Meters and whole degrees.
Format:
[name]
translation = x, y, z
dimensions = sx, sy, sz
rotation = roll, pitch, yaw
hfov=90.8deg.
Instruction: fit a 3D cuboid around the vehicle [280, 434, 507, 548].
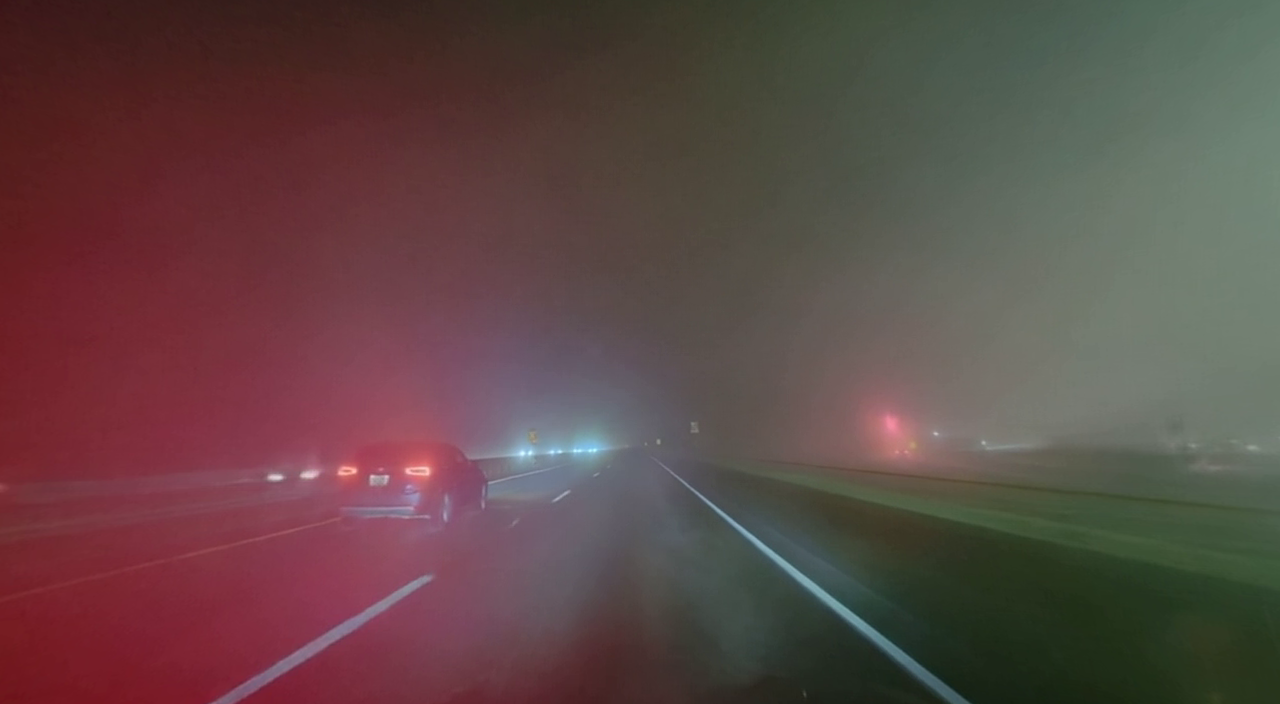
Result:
[vehicle]
translation = -3.919, 2.292, 11.099
dimensions = 2.118, 1.562, 4.541
rotation = 0, -9, 1
